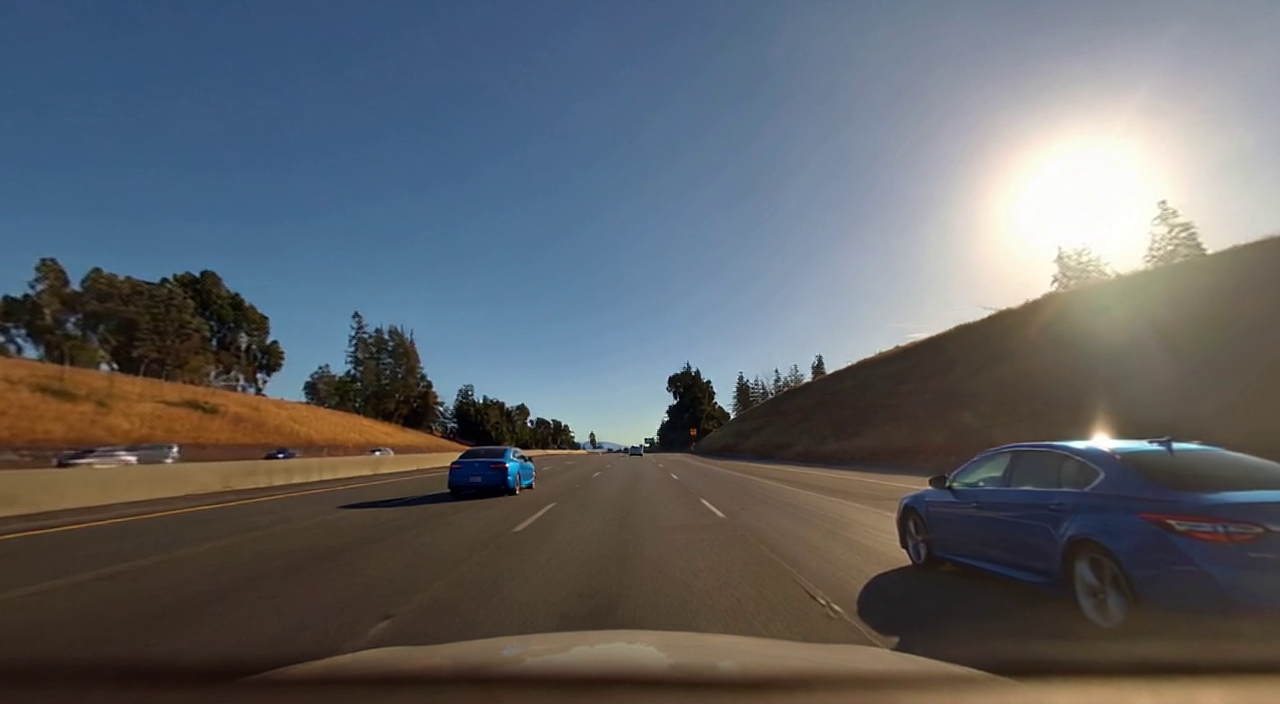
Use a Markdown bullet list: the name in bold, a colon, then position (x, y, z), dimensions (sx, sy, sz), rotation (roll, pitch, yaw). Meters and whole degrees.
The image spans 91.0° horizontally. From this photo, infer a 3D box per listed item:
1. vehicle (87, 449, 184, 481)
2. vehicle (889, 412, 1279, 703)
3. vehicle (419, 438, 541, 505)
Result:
- **vehicle**: position (-28.999, 6.480, 36.382), dimensions (1.862, 1.668, 4.381), rotation (0, -9, 1)
- **vehicle**: position (3.865, 1.285, 4.599), dimensions (2.049, 1.481, 4.774), rotation (0, -8, -1)
- **vehicle**: position (-4.000, 3.058, 16.618), dimensions (1.987, 1.516, 4.478), rotation (0, -8, 1)
